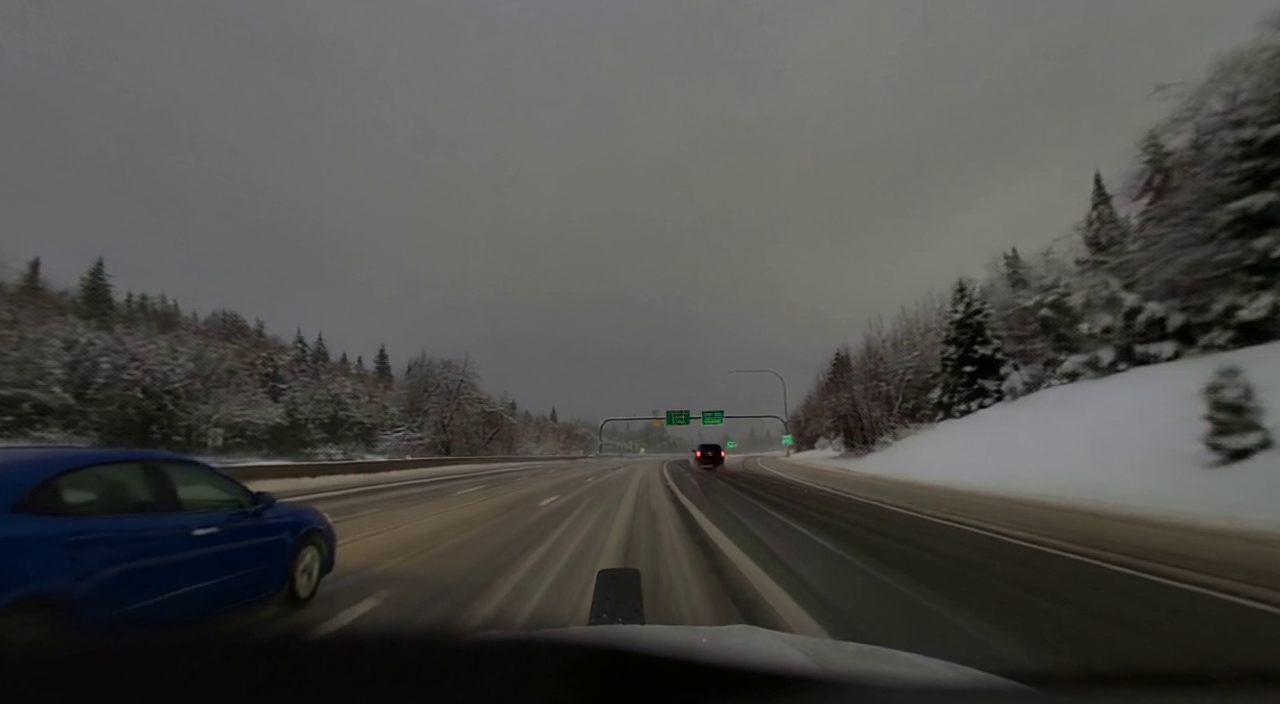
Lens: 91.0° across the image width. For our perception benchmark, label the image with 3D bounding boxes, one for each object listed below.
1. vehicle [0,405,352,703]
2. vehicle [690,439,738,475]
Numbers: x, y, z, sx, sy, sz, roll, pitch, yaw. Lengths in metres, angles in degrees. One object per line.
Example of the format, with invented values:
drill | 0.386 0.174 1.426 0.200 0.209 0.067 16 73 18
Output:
vehicle | -3.469 1.075 3.147 1.937 1.490 4.372 -1 -9 1
vehicle | 4.006 5.767 34.768 2.225 1.833 4.340 -1 -9 1
